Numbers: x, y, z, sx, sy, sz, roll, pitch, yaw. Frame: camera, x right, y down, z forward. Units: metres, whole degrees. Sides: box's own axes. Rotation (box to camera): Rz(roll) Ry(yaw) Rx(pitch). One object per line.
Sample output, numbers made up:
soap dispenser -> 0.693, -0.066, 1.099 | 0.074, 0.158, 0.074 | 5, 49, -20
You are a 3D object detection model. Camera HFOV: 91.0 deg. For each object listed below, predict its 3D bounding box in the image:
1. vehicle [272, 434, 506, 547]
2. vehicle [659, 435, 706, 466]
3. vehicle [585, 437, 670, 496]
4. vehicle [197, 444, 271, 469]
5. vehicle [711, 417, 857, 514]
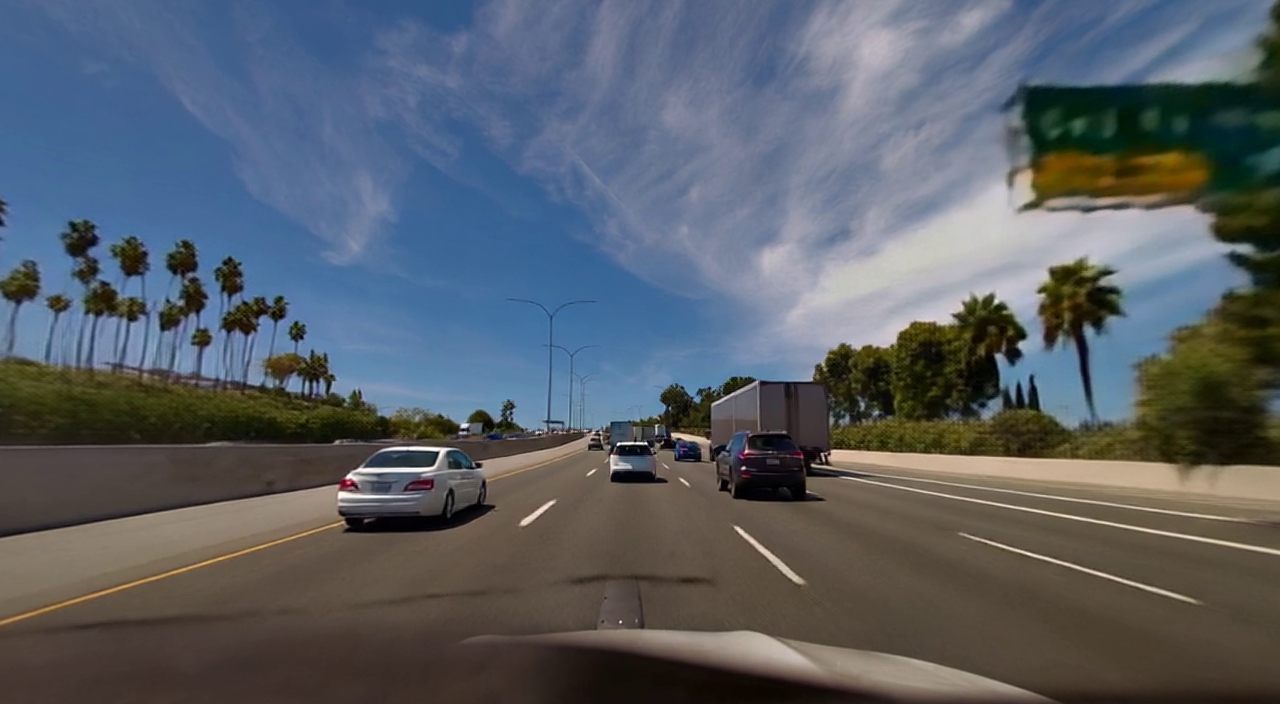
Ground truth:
vehicle -> -3.681, 2.095, 10.297 | 1.998, 1.423, 4.436 | 0, -8, 0
vehicle -> 2.625, 6.295, 40.432 | 2.476, 1.843, 5.652 | 0, -8, -2
vehicle -> -0.339, 3.197, 17.959 | 2.136, 1.470, 3.971 | 0, -8, -1
vehicle -> -26.379, 6.762, 41.073 | 1.883, 1.473, 4.766 | 0, -8, -3
vehicle -> 3.073, 2.550, 14.588 | 2.173, 1.870, 4.499 | 0, -8, -2
